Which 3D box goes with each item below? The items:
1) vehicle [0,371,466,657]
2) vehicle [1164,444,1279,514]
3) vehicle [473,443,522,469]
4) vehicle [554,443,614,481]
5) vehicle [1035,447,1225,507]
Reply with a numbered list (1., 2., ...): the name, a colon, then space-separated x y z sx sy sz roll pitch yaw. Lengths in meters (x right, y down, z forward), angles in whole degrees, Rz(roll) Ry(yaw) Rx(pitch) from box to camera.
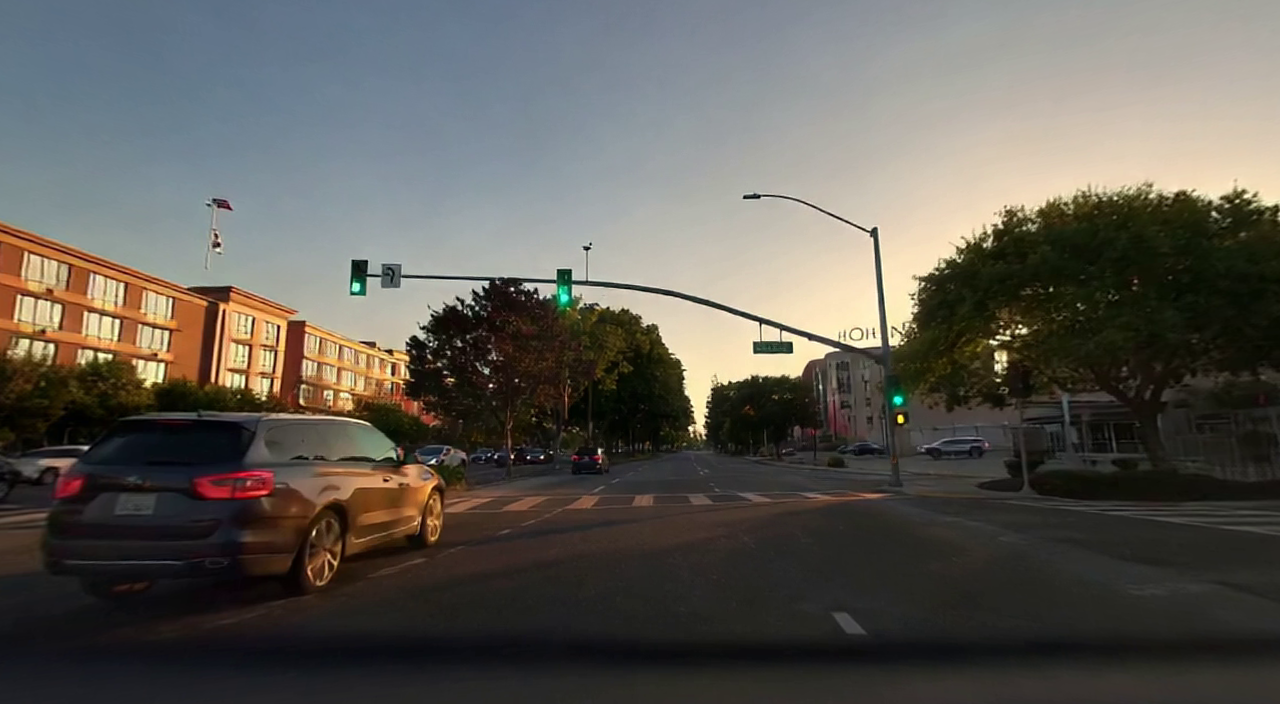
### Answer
1. vehicle: -3.770 1.412 6.630 2.305 1.833 4.912 -1 -9 2
2. vehicle: 15.051 2.950 15.178 4.668 1.467 2.103 5 -10 -29
3. vehicle: -10.069 7.384 45.082 2.016 1.710 4.734 -1 -9 5
4. vehicle: -2.435 4.923 28.614 1.976 1.571 4.649 -1 -9 4
5. vehicle: 13.758 3.391 17.702 5.074 1.442 2.216 4 -10 -28
